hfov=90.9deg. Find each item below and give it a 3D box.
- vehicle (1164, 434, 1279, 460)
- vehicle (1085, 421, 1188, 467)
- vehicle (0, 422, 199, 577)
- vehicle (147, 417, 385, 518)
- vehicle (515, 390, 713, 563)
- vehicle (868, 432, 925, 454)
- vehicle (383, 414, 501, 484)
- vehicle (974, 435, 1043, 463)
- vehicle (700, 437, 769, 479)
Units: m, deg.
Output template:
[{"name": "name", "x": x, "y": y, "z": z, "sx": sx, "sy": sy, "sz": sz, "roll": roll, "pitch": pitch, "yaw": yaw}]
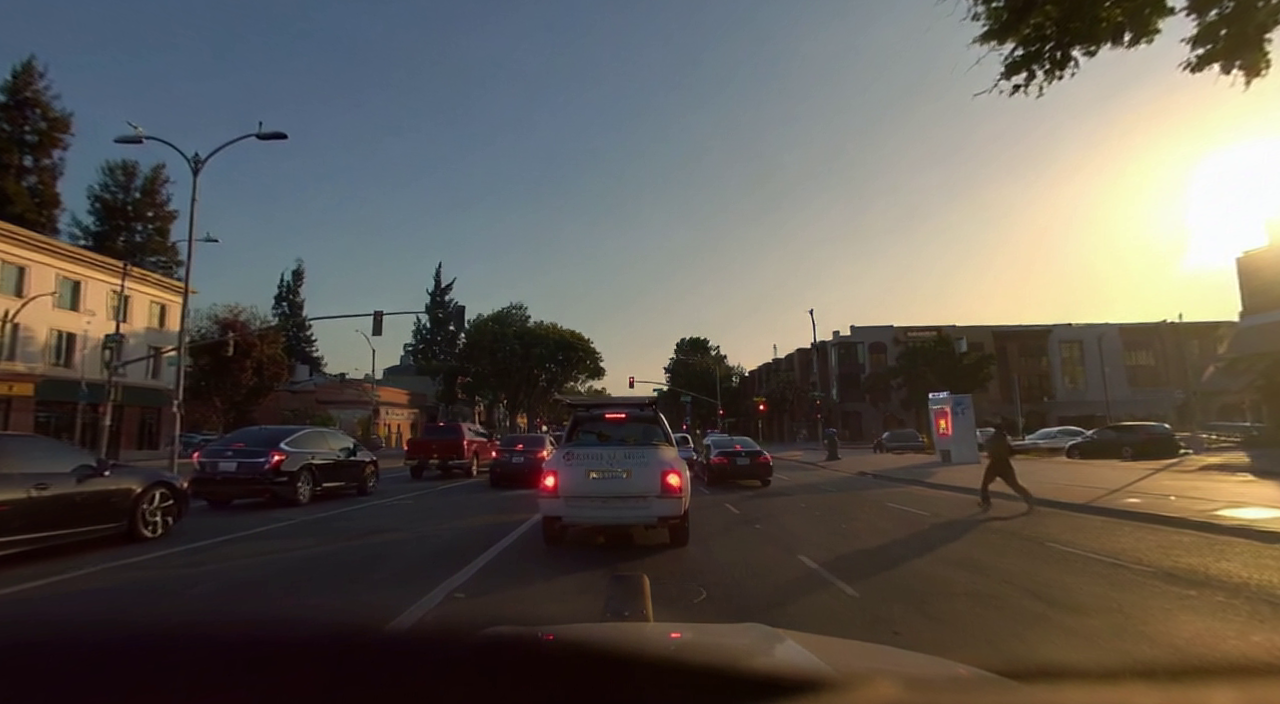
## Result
[{"name": "vehicle", "x": 29.679, "y": 4.847, "z": 32.204, "sx": 4.176, "sy": 1.313, "sz": 1.719, "roll": 0, "pitch": -8, "yaw": 2}, {"name": "vehicle", "x": 19.346, "y": 3.582, "z": 24.505, "sx": 4.156, "sy": 1.622, "sz": 1.924, "roll": 6, "pitch": -10, "yaw": -35}, {"name": "vehicle", "x": -6.958, "y": 1.455, "z": 6.385, "sx": 1.831, "sy": 1.451, "sz": 4.382, "roll": 0, "pitch": -8, "yaw": -1}, {"name": "vehicle", "x": -7.130, "y": 2.253, "z": 12.749, "sx": 1.941, "sy": 1.655, "sz": 4.503, "roll": 0, "pitch": -8, "yaw": 1}, {"name": "vehicle", "x": -0.272, "y": 1.621, "z": 8.843, "sx": 2.064, "sy": 1.817, "sz": 4.298, "roll": 0, "pitch": -8, "yaw": 0}, {"name": "vehicle", "x": 20.215, "y": 7.163, "z": 49.570, "sx": 4.361, "sy": 1.653, "sz": 2.034, "roll": 6, "pitch": -10, "yaw": -35}, {"name": "vehicle", "x": -6.436, "y": 3.237, "z": 21.178, "sx": 2.496, "sy": 2.112, "sz": 4.351, "roll": 0, "pitch": -8, "yaw": 1}, {"name": "vehicle", "x": 20.194, "y": 5.304, "z": 34.512, "sx": 3.836, "sy": 1.443, "sz": 1.694, "roll": 6, "pitch": -10, "yaw": -34}, {"name": "vehicle", "x": 3.488, "y": 4.000, "z": 24.064, "sx": 2.023, "sy": 1.441, "sz": 4.240, "roll": 0, "pitch": -8, "yaw": 1}]
